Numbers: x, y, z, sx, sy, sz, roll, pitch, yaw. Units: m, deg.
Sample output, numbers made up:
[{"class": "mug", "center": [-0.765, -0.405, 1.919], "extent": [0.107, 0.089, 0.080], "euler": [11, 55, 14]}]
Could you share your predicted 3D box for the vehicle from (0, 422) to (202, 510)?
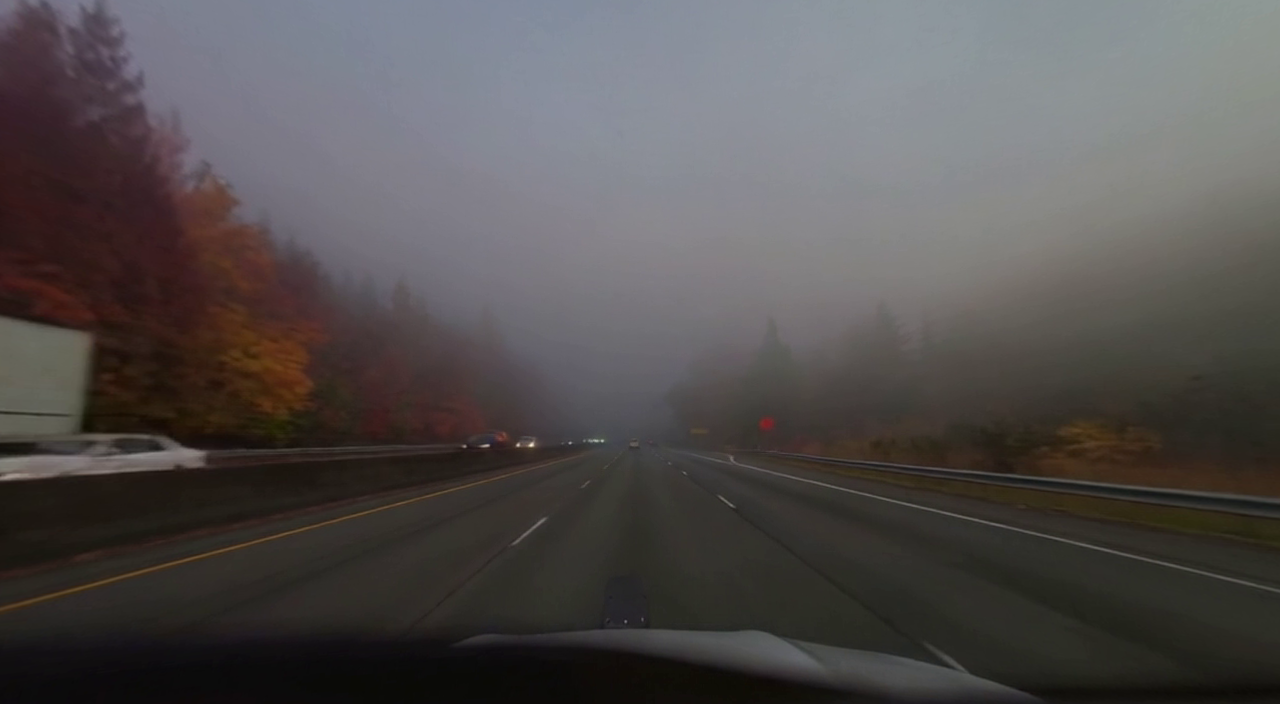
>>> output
[{"class": "vehicle", "center": [-11.577, 2.252, 12.925], "extent": [1.871, 1.479, 4.480], "euler": [0, -8, 0]}]

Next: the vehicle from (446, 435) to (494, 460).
[{"class": "vehicle", "center": [-11.402, 6.449, 42.507], "extent": [1.969, 1.544, 4.758], "euler": [0, -8, 0]}]

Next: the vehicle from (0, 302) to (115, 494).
[{"class": "vehicle", "center": [-15.134, 0.208, 8.063], "extent": [2.927, 4.069, 16.353], "euler": [0, -8, 0]}]
